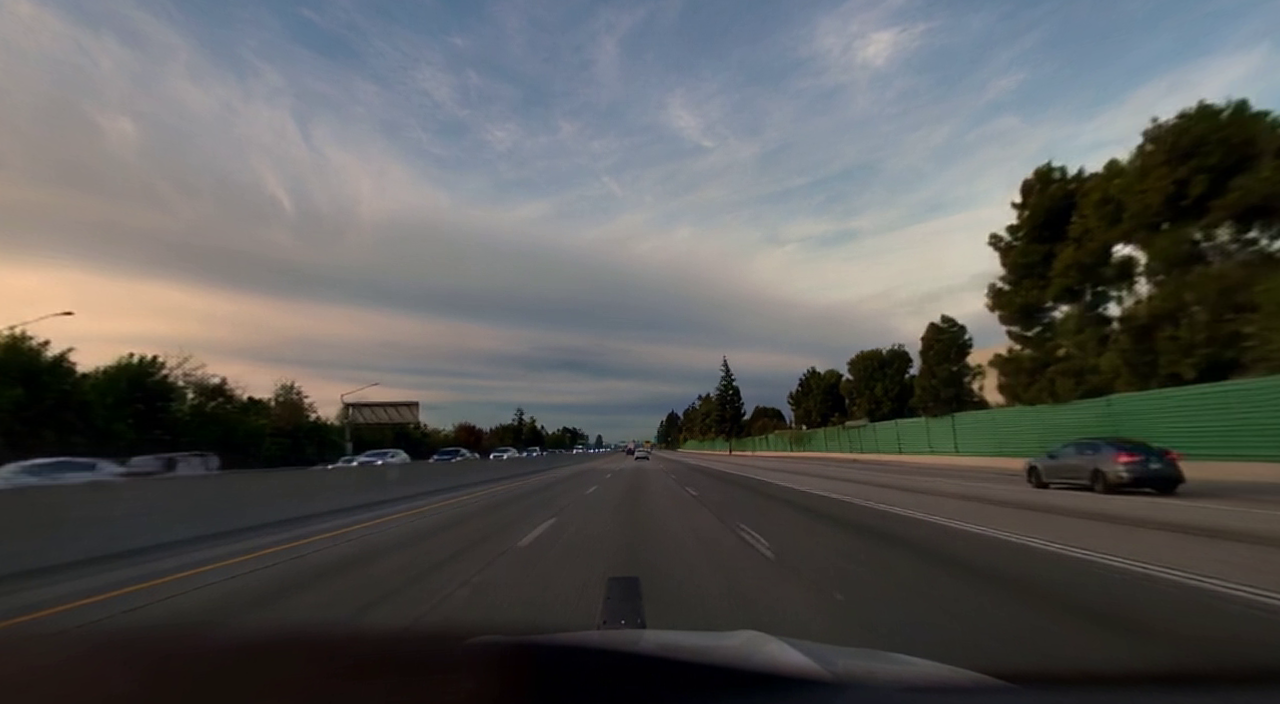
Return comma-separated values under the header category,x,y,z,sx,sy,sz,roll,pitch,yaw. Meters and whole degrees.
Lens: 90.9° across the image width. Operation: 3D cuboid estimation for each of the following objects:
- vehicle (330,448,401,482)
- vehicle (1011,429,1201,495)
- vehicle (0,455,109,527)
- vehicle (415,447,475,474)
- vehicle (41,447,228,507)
category,x,y,z,sx,sy,sz,roll,pitch,yaw
vehicle,-15.595,6.446,36.126,2.114,1.792,4.296,0,-9,0
vehicle,12.648,3.028,17.533,2.163,1.596,3.997,0,-9,-1
vehicle,-15.688,3.313,15.120,1.972,1.614,4.406,0,-9,1
vehicle,-11.055,6.177,36.046,1.971,1.469,4.346,0,-9,0
vehicle,-19.424,4.797,24.790,2.282,2.038,6.005,0,-9,1
